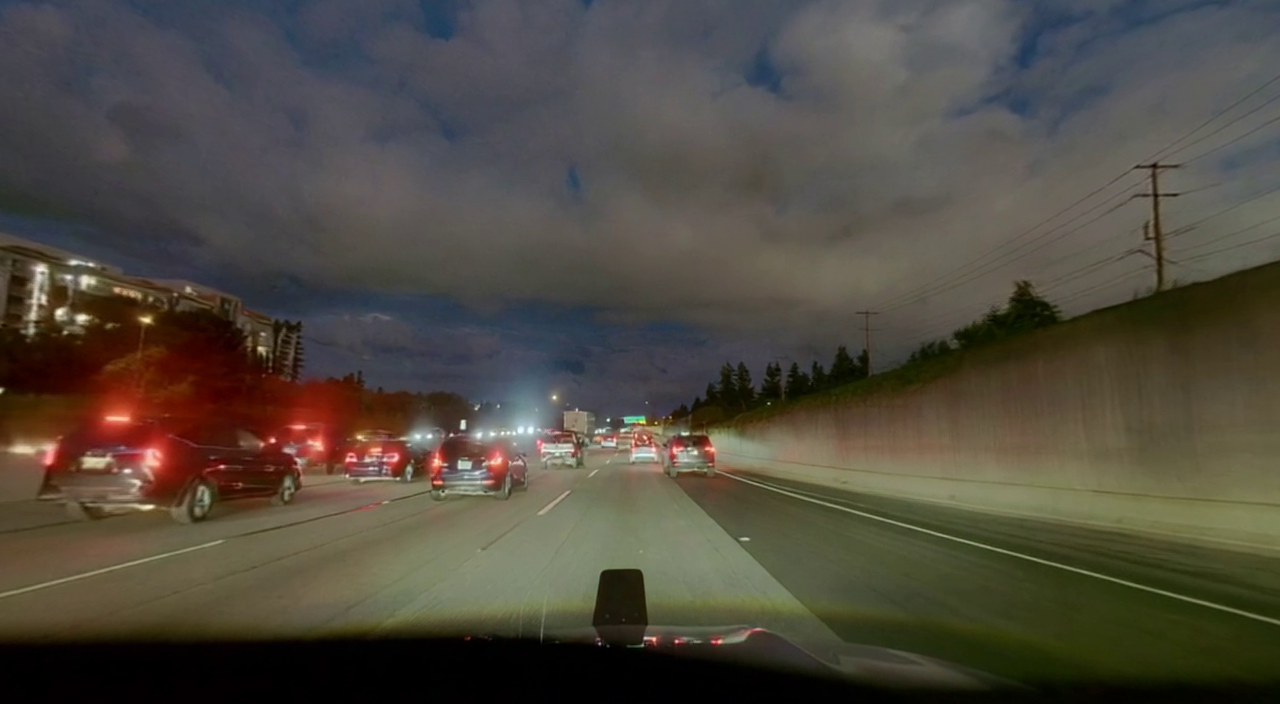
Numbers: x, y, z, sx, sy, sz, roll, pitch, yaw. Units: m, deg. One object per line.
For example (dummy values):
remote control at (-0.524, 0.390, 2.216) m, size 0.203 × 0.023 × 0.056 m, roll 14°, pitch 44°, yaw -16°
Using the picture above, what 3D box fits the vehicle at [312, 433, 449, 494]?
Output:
vehicle at (-7.314, 3.170, 18.413) m, size 1.985 × 1.529 × 4.710 m, roll 0°, pitch -8°, yaw 0°

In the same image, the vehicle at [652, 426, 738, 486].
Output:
vehicle at (2.037, 4.179, 25.716) m, size 2.793 × 2.132 × 5.682 m, roll 0°, pitch -8°, yaw -2°

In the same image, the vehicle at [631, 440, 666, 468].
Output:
vehicle at (0.483, 6.345, 39.483) m, size 2.092 × 1.671 × 3.889 m, roll 0°, pitch -8°, yaw -1°

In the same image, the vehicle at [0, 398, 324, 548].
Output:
vehicle at (-7.401, 1.819, 10.096) m, size 2.222 × 1.825 × 4.640 m, roll 0°, pitch -8°, yaw 0°

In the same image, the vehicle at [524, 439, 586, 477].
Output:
vehicle at (-3.666, 4.644, 28.037) m, size 2.049 × 1.530 × 4.707 m, roll 0°, pitch -8°, yaw 1°

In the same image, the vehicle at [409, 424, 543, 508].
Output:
vehicle at (-3.740, 2.695, 15.351) m, size 2.026 × 1.719 × 4.490 m, roll 0°, pitch -8°, yaw 0°
